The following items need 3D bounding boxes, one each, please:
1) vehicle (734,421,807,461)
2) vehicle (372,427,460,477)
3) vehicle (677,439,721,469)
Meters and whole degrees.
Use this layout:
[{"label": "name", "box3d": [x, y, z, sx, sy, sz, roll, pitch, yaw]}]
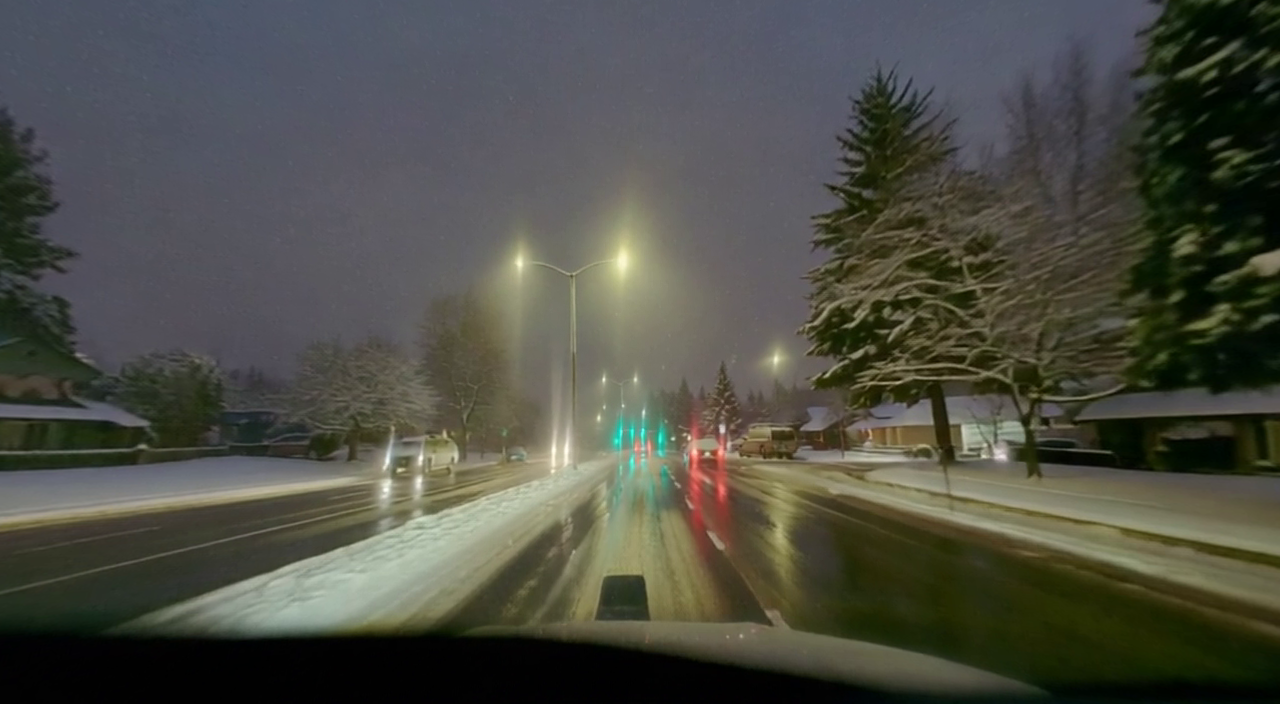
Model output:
[{"label": "vehicle", "box3d": [9.661, 6.735, 47.501, 2.331, 2.747, 6.993, 3, -9, -16]}, {"label": "vehicle", "box3d": [-11.717, 5.298, 33.626, 2.347, 2.428, 6.149, 0, -8, 1]}, {"label": "vehicle", "box3d": [3.112, 5.490, 34.022, 1.960, 1.479, 4.086, 0, -8, 0]}]
